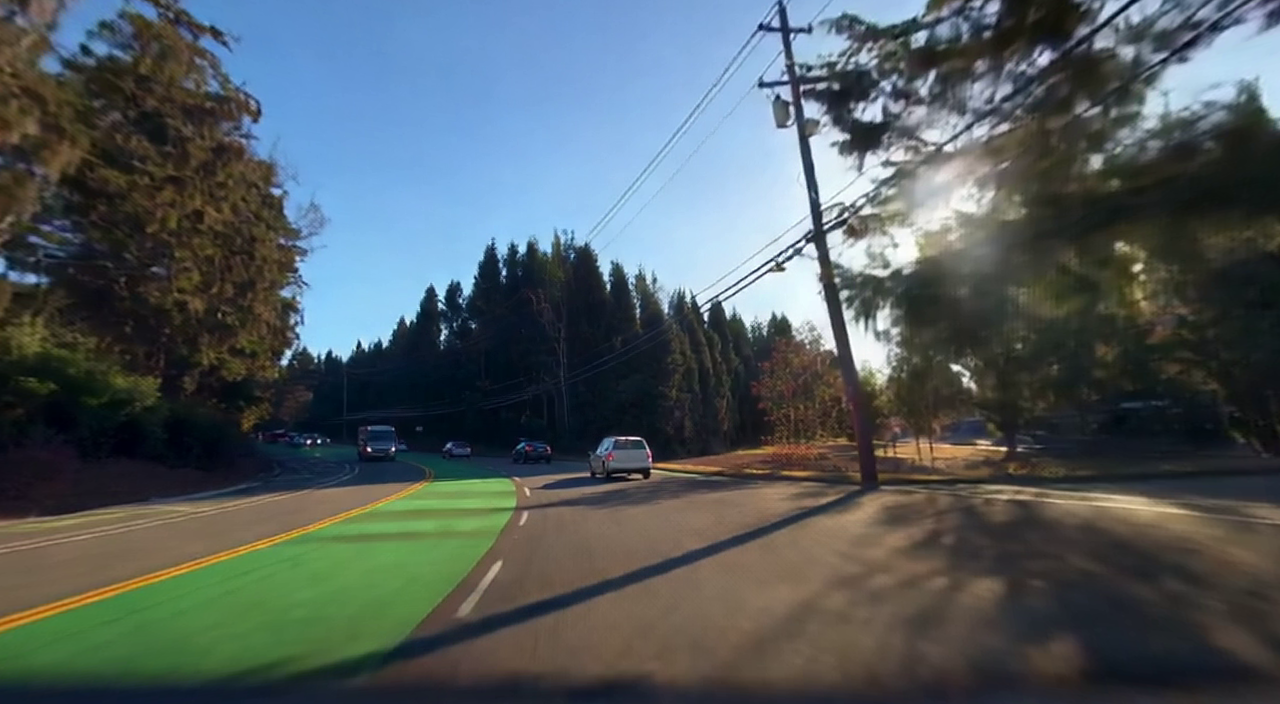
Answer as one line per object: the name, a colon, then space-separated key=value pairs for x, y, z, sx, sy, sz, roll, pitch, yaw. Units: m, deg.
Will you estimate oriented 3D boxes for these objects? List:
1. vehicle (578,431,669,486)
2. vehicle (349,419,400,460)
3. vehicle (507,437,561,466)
vehicle: x=-0.729 y=3.822 z=22.930 sx=2.140 sy=1.767 sz=4.720 roll=2 pitch=-9 yaw=-16
vehicle: x=-20.353 y=6.719 z=48.262 sx=2.413 sy=2.872 sz=6.823 roll=5 pitch=-10 yaw=-31
vehicle: x=-6.744 y=6.286 z=39.927 sx=2.075 sy=1.699 sz=4.520 roll=4 pitch=-10 yaw=-26
